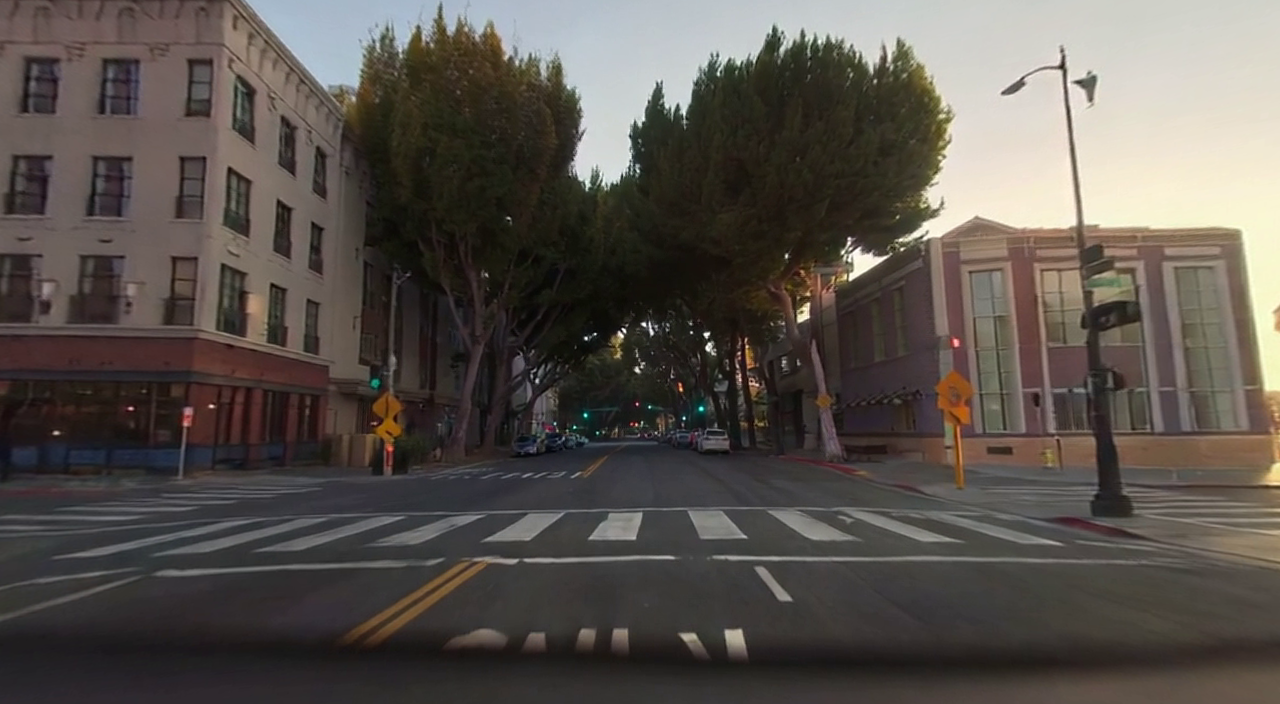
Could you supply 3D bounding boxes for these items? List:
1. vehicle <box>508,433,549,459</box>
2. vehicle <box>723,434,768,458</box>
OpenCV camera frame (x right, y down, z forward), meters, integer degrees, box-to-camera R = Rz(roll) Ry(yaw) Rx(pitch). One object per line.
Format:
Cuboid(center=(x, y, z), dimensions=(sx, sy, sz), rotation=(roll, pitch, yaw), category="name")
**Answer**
Cuboid(center=(-7.392, 6.249, 42.076), dimensions=(2.127, 1.533, 4.547), rotation=(-1, -8, -3), category="vehicle")
Cuboid(center=(6.783, 6.099, 40.948), dimensions=(1.997, 1.510, 4.455), rotation=(0, -8, -2), category="vehicle")
